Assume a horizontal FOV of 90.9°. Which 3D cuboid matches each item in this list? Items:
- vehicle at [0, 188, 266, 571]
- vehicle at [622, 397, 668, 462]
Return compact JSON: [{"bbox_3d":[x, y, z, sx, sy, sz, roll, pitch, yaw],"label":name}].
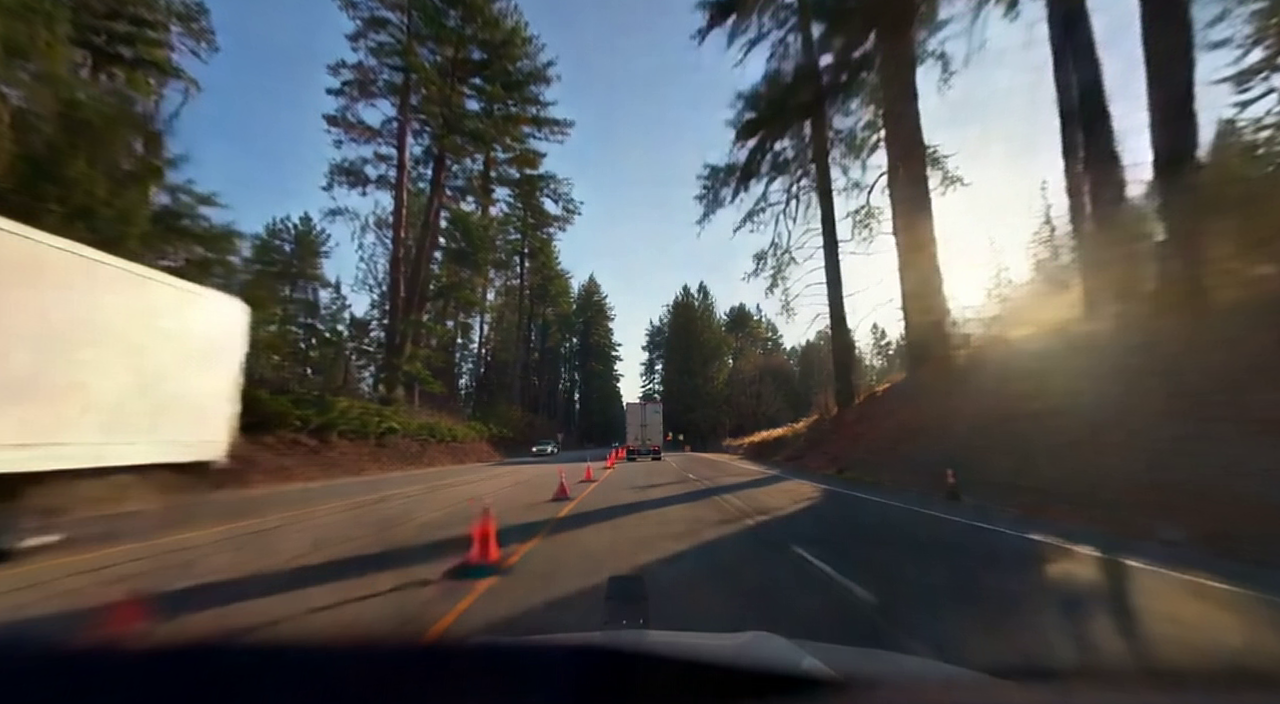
[{"bbox_3d":[-8.452,-0.212,3.410,2.878,4.192,16.791,0,-8,-1],"label":"vehicle"},{"bbox_3d":[0.205,5.724,45.738,2.935,4.068,11.036,0,-8,-1],"label":"vehicle"}]
